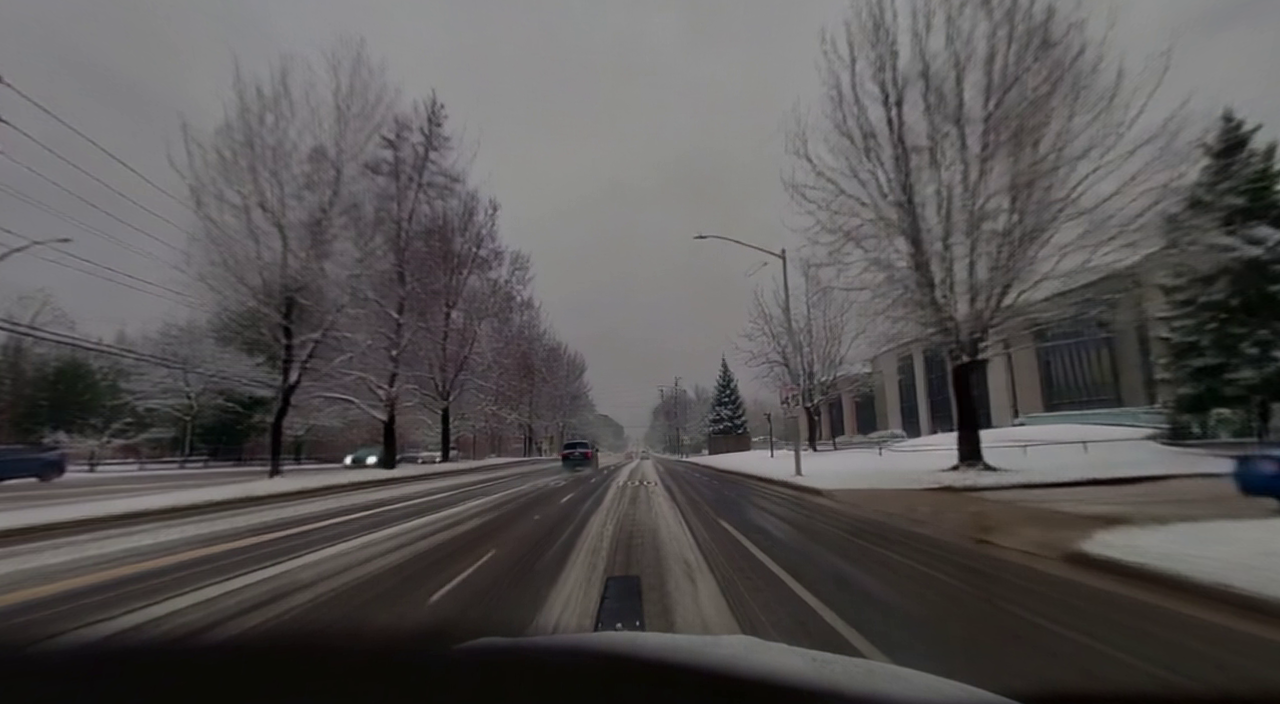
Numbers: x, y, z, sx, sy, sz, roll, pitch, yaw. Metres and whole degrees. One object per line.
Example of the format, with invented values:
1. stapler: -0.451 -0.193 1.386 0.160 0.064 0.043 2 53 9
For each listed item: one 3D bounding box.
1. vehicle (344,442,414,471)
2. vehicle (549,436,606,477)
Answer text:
1. vehicle: -14.554 5.866 35.412 1.893 1.491 4.711 0 -9 0
2. vehicle: -2.913 5.046 30.563 2.112 1.779 4.489 0 -9 3
